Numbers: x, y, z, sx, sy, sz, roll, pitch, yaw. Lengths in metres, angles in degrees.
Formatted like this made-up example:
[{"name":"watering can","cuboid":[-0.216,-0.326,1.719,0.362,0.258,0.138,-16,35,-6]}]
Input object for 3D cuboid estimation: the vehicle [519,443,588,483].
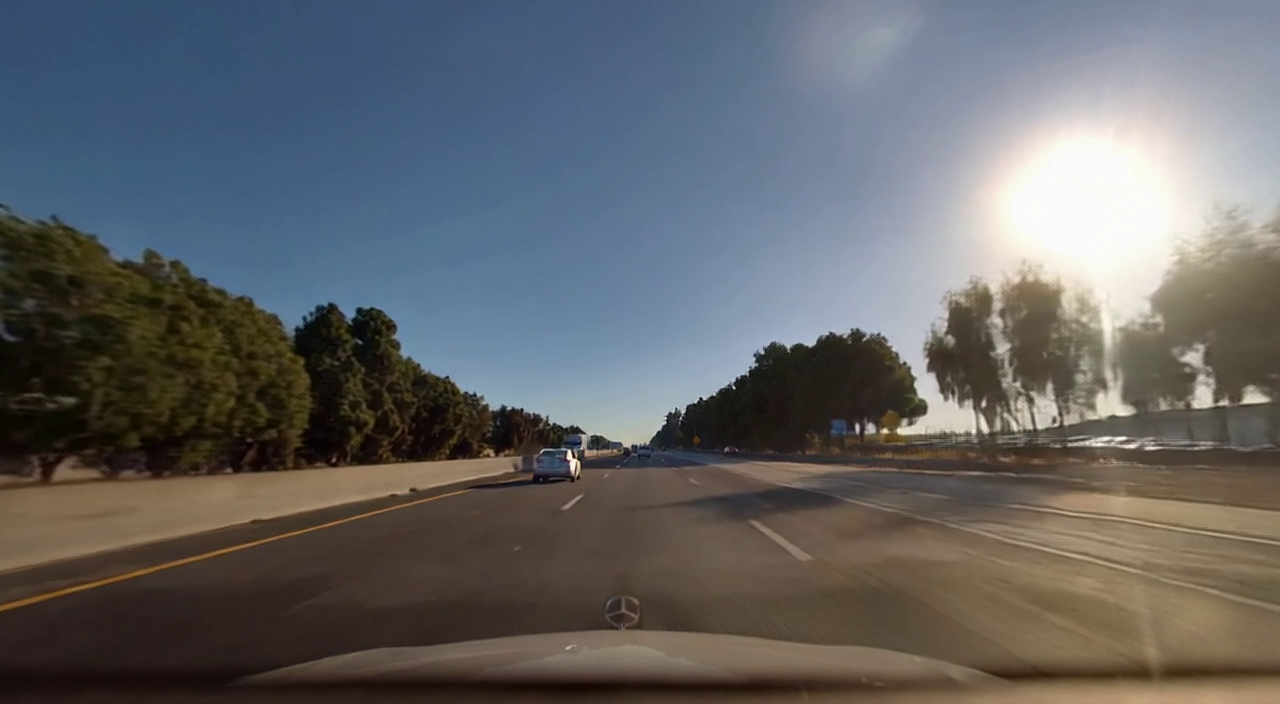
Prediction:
[{"name":"vehicle","cuboid":[-3.483,4.593,26.308,2.162,1.493,4.583,-1,-9,1]}]
